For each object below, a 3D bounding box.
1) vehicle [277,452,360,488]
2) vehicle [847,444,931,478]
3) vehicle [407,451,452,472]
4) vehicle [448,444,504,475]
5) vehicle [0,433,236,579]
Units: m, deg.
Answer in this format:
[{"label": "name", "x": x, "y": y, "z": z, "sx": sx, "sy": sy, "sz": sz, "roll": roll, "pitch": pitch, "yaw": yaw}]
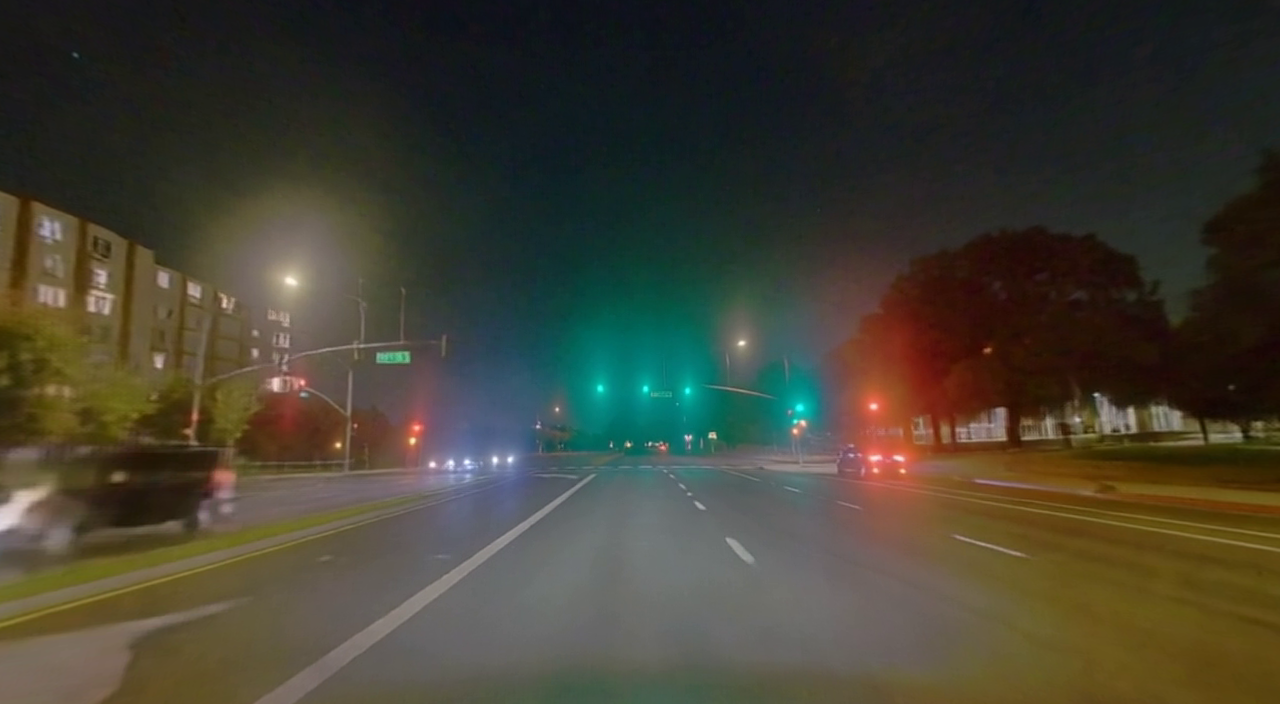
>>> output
[{"label": "vehicle", "x": -15.785, "y": 5.784, "z": 31.294, "sx": 1.892, "sy": 1.631, "sz": 4.226, "roll": 0, "pitch": -9, "yaw": 0}, {"label": "vehicle", "x": 11.610, "y": 5.116, "z": 29.885, "sx": 1.955, "sy": 1.455, "sz": 4.727, "roll": 0, "pitch": -9, "yaw": -1}, {"label": "vehicle", "x": -15.948, "y": 8.294, "z": 48.119, "sx": 1.950, "sy": 1.511, "sz": 4.267, "roll": 0, "pitch": -9, "yaw": 0}, {"label": "vehicle", "x": -9.283, "y": 6.119, "z": 36.142, "sx": 2.010, "sy": 1.682, "sz": 4.346, "roll": 0, "pitch": -9, "yaw": 0}, {"label": "vehicle", "x": -8.603, "y": 2.142, "z": 9.561, "sx": 2.035, "sy": 1.711, "sz": 4.463, "roll": 0, "pitch": -9, "yaw": -1}]
